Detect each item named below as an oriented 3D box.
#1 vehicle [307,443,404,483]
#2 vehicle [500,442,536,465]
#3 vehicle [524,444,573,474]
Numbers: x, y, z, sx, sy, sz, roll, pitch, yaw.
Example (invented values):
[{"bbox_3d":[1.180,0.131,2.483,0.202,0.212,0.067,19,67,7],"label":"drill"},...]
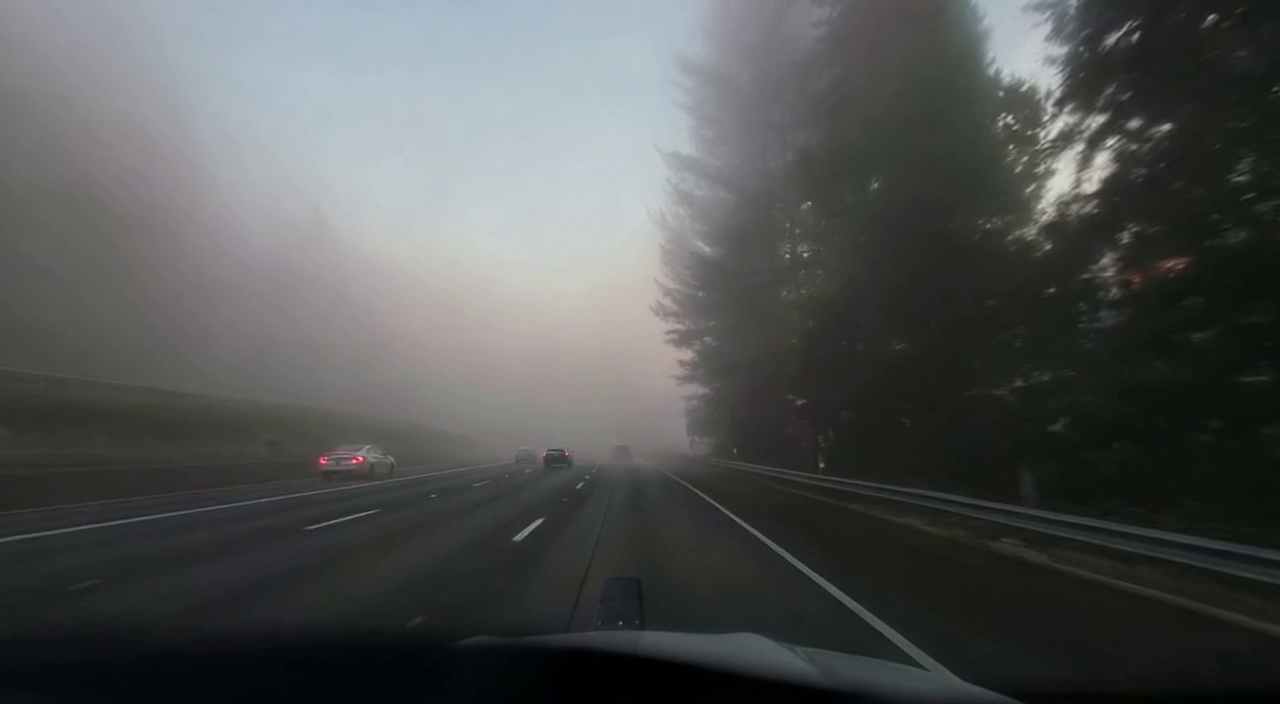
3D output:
[{"bbox_3d":[-11.506,4.507,25.884,1.960,1.487,4.593,0,-9,-2],"label":"vehicle"},{"bbox_3d":[-9.080,7.582,47.211,2.015,1.608,4.294,0,-9,-3],"label":"vehicle"},{"bbox_3d":[-4.721,5.579,33.047,2.120,1.458,4.031,0,-9,-2],"label":"vehicle"}]
